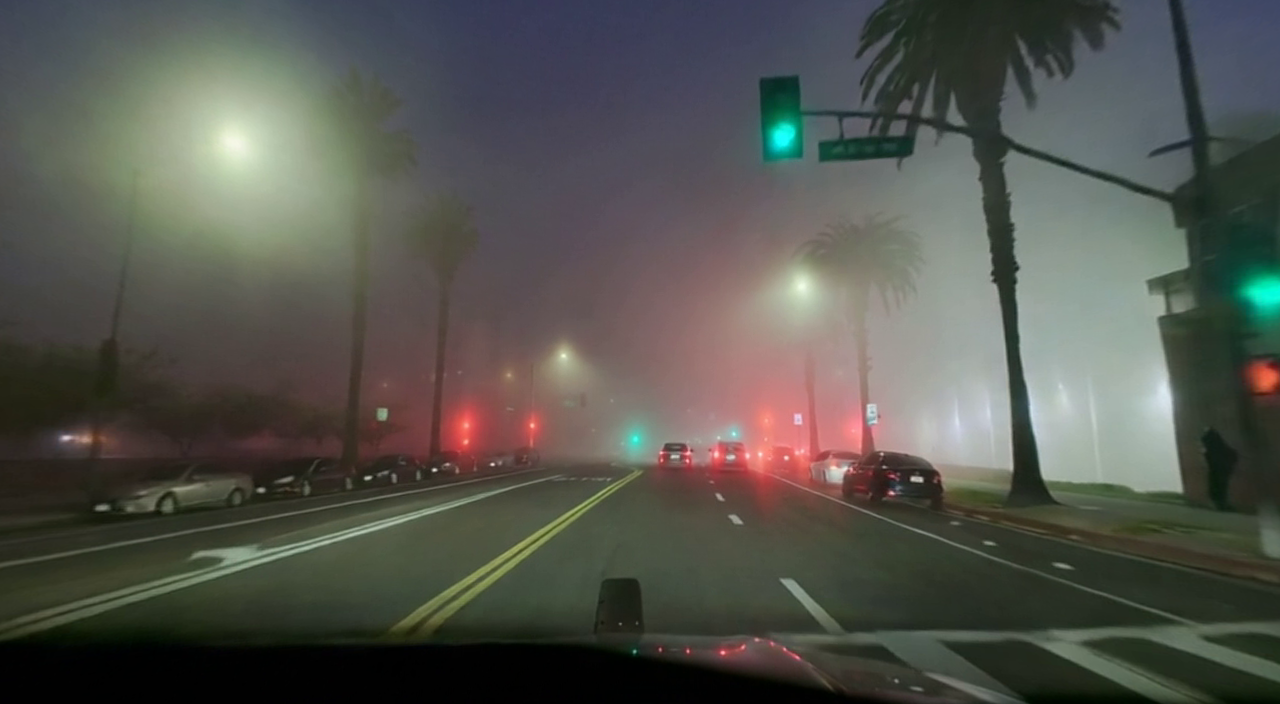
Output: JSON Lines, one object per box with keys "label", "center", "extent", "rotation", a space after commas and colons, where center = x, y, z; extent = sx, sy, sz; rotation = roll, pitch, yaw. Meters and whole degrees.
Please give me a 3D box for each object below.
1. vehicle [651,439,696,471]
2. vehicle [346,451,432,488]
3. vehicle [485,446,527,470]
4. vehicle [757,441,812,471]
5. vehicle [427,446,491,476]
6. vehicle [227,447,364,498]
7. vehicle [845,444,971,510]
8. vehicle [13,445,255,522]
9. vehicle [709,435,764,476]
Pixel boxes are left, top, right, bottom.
{"label": "vehicle", "center": [1.660, 5.109, 31.473], "extent": [2.088, 1.452, 3.993], "rotation": [-1, -8, 3]}
{"label": "vehicle", "center": [-11.264, 5.289, 28.755], "extent": [1.949, 1.470, 4.532], "rotation": [-1, -8, 2]}
{"label": "vehicle", "center": [-9.783, 7.801, 46.338], "extent": [1.978, 1.501, 4.355], "rotation": [-3, -11, 3]}
{"label": "vehicle", "center": [8.388, 6.067, 37.085], "extent": [2.174, 1.643, 4.860], "rotation": [-1, -8, 2]}
{"label": "vehicle", "center": [-10.484, 6.431, 37.038], "extent": [2.188, 1.490, 4.511], "rotation": [-3, -12, 3]}
{"label": "vehicle", "center": [-11.780, 4.248, 22.079], "extent": [1.933, 1.502, 4.649], "rotation": [-3, -12, 4]}
{"label": "vehicle", "center": [7.127, 3.313, 17.330], "extent": [1.914, 1.560, 4.278], "rotation": [-1, -8, 6]}
{"label": "vehicle", "center": [-12.152, 3.310, 15.743], "extent": [2.056, 1.490, 4.675], "rotation": [-4, -13, 2]}
{"label": "vehicle", "center": [4.300, 4.673, 28.863], "extent": [2.003, 1.702, 4.288], "rotation": [-1, -8, 3]}
